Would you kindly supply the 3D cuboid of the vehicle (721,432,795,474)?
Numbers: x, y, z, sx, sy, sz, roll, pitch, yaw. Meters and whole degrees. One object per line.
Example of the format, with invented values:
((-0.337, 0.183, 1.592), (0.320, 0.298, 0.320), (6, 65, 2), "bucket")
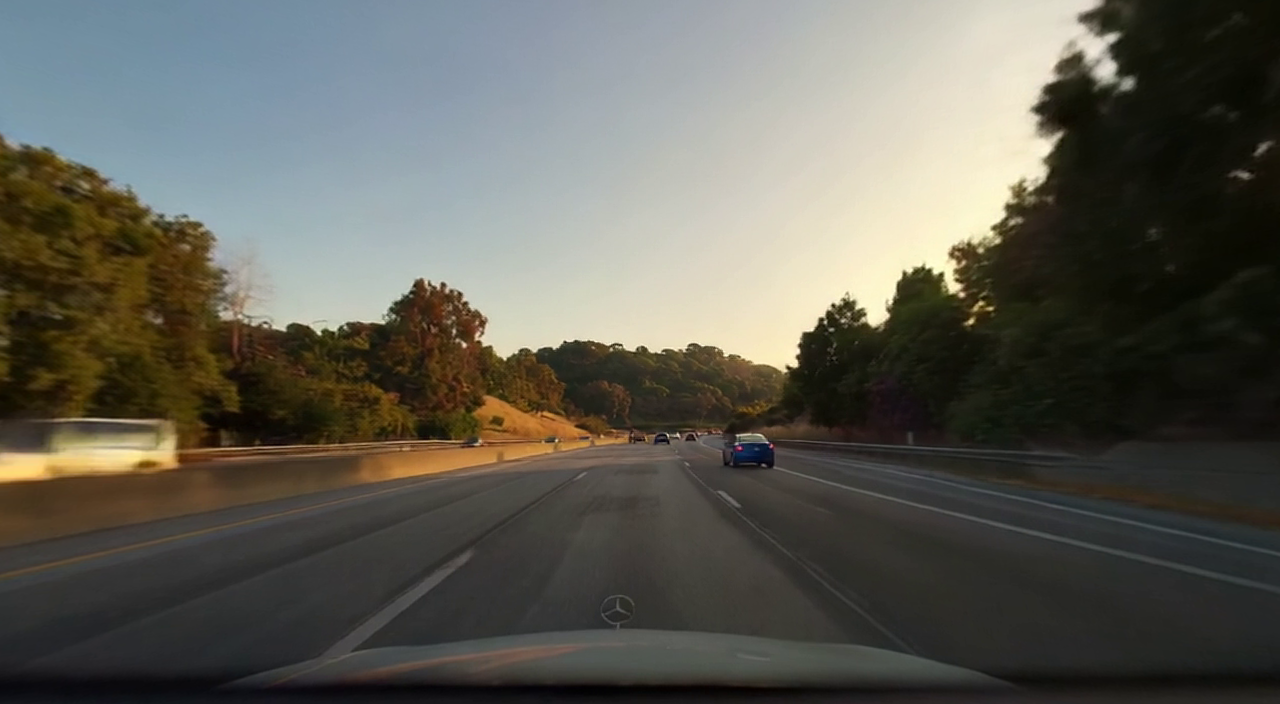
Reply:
((4.406, 3.821, 24.171), (1.982, 1.452, 4.294), (0, -8, -1), "vehicle")

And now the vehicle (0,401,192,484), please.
((-20.045, 3.314, 23.203), (2.615, 2.658, 5.739), (0, -8, 1), "vehicle")
